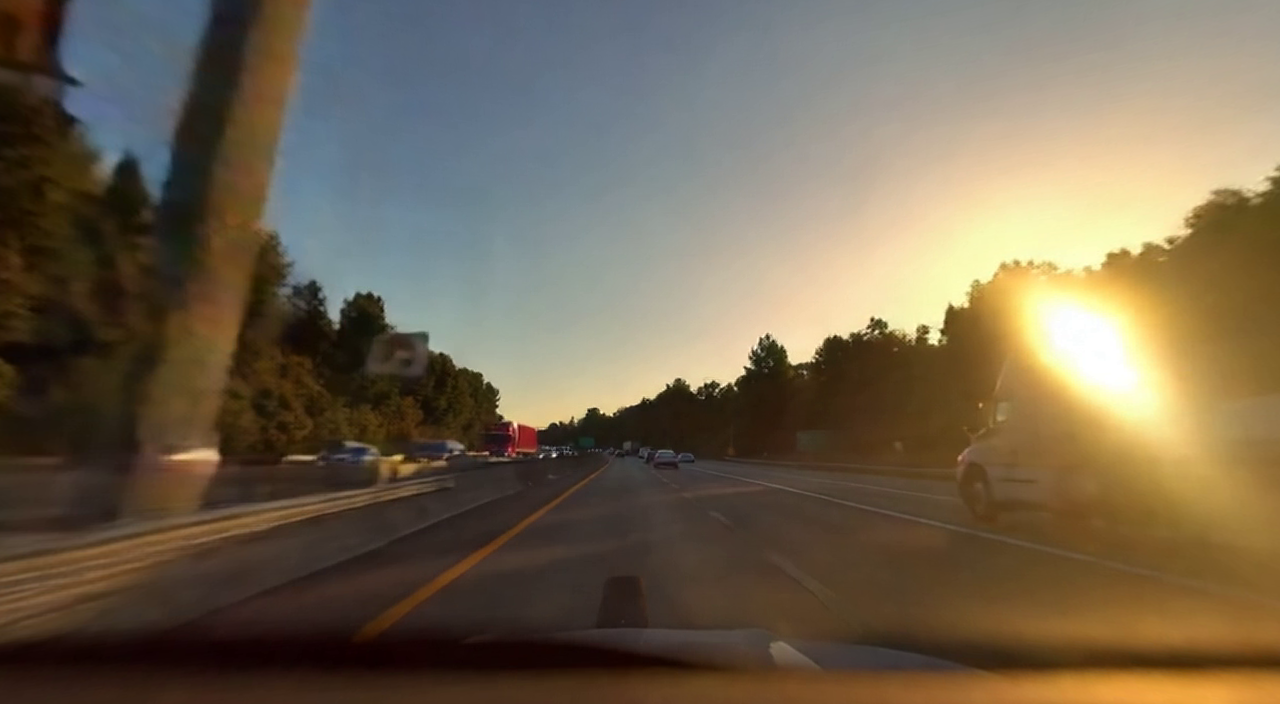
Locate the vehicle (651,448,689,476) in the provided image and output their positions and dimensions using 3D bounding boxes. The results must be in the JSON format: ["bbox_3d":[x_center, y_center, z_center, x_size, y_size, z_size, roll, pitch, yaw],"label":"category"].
[{"bbox_3d":[1.745,6.598,38.071,2.111,1.599,3.859,0,-9,0],"label":"vehicle"}]

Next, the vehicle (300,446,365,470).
[{"bbox_3d":[-19.872,6.865,40.922,1.964,1.478,4.587,0,-9,-1],"label":"vehicle"}]

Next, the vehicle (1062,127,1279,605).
[{"bbox_3d":[6.789,-0.577,0.904,2.890,4.006,14.039,0,-9,1],"label":"vehicle"}]

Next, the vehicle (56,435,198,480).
[{"bbox_3d":[-19.302,3.995,24.027,1.830,1.564,4.271,0,-9,-1],"label":"vehicle"}]

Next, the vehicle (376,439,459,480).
[{"bbox_3d":[-8.736,4.256,25.139,1.789,1.478,4.146,0,-9,0],"label":"vehicle"}]
